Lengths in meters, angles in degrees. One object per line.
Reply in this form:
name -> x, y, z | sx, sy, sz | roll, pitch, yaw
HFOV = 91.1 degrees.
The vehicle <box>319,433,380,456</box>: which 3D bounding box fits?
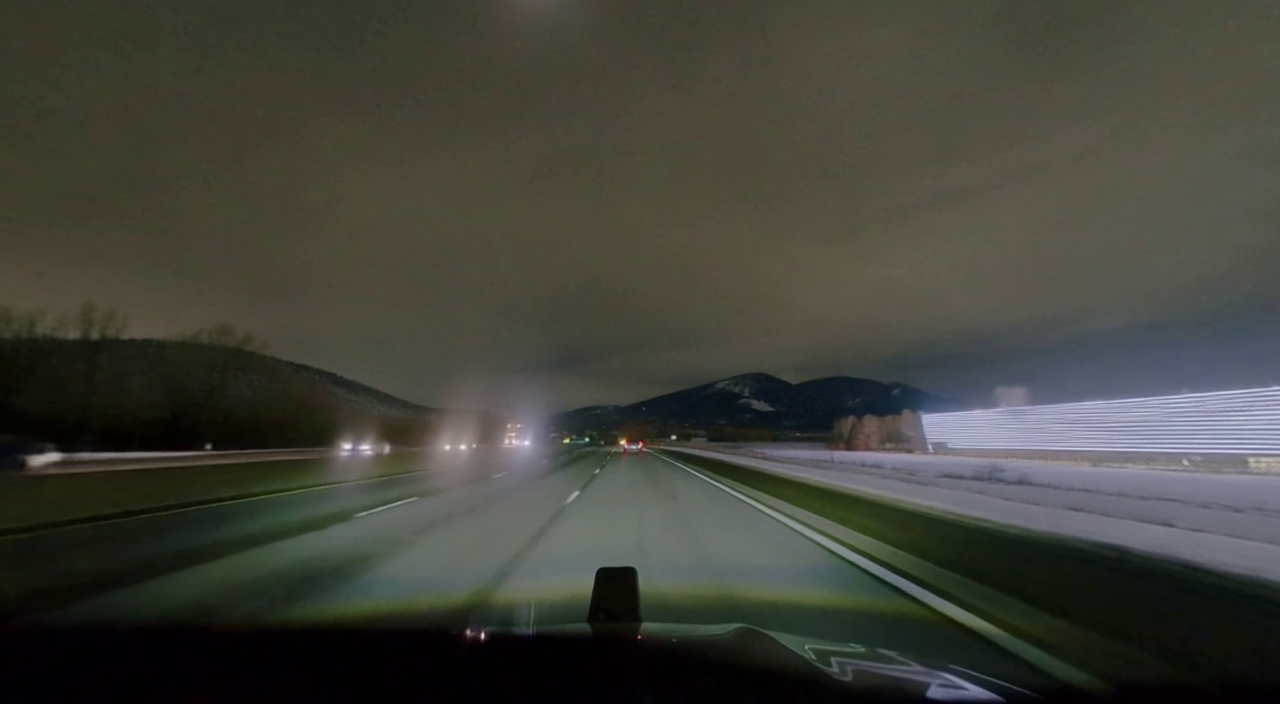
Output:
vehicle -> -19.763, 6.324, 43.060 | 2.081, 1.507, 4.533 | 0, -8, -1
